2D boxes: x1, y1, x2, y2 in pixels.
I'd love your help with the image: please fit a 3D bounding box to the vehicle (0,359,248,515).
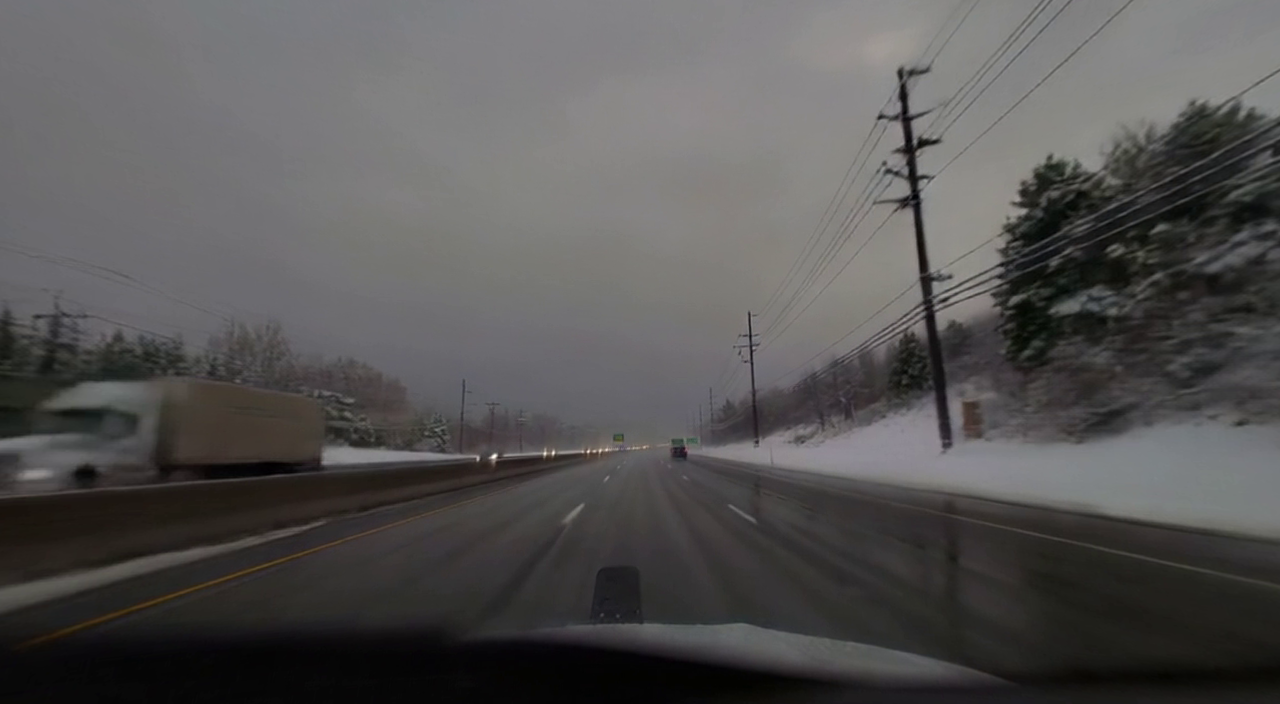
[{"bbox_3d":[-15.027,2.479,18.273,3.396,3.812,5.547,1,-9,0],"label":"vehicle"}]
